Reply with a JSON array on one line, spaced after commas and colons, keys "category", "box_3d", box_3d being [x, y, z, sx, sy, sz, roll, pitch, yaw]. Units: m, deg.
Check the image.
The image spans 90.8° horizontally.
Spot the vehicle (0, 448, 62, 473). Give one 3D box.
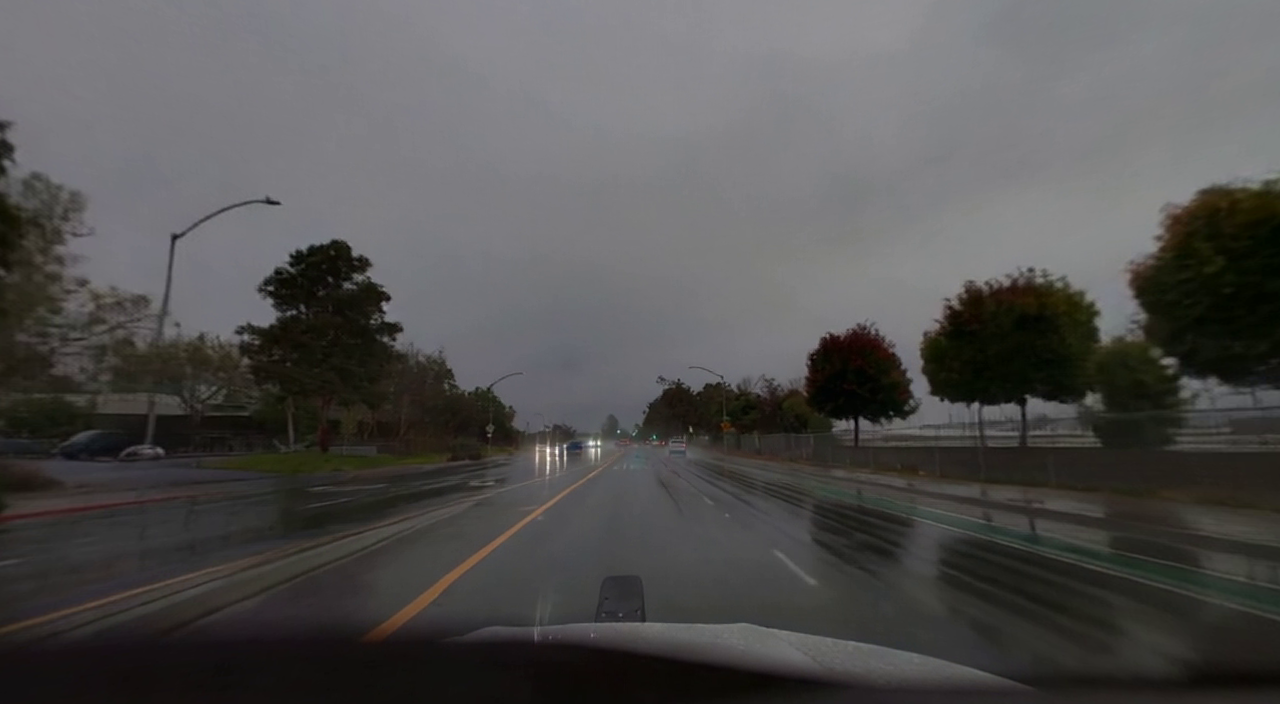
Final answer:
[{"category": "vehicle", "box_3d": [-39.187, 6.777, 39.483, 1.763, 1.419, 4.591, -1, -7, 0]}]
